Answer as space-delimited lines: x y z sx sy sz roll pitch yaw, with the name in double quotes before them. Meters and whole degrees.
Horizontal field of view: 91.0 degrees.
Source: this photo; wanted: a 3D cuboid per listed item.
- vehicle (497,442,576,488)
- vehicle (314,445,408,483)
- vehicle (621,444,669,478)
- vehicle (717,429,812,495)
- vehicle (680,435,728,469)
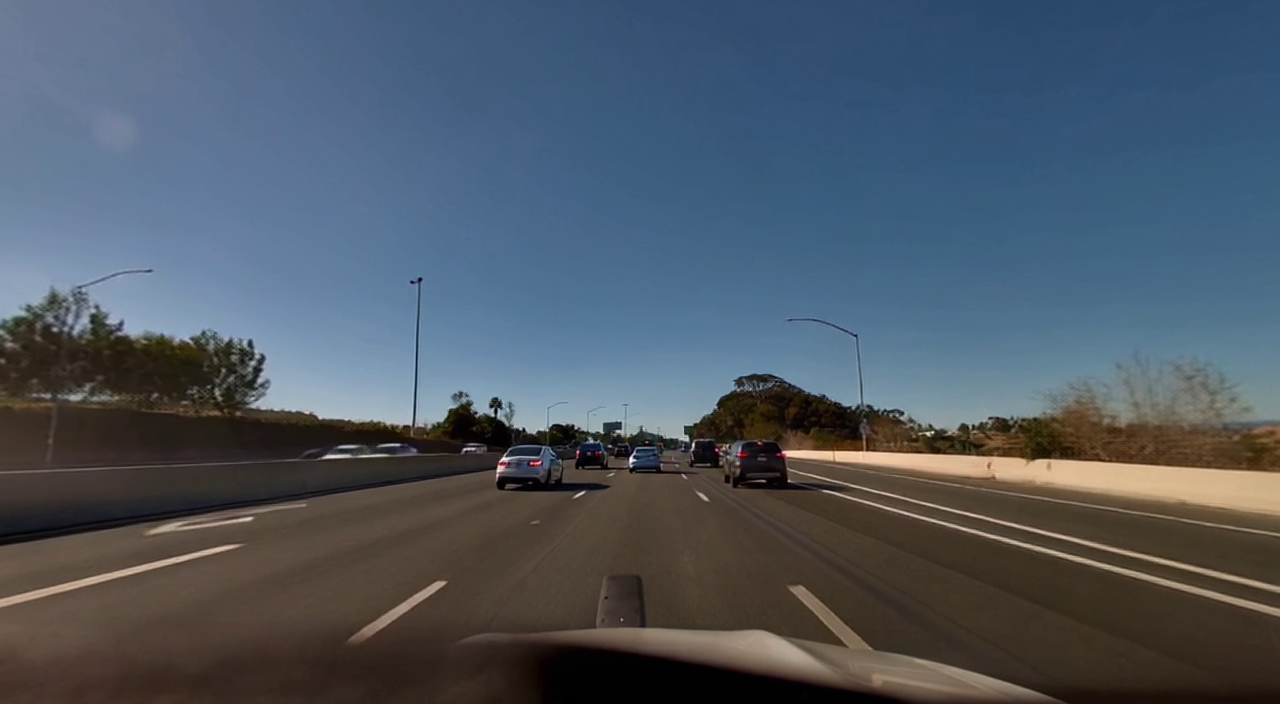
"vehicle" -3.678 4.109 23.220 1.996 1.488 4.451 0 -9 2
"vehicle" -12.396 4.994 28.363 2.042 1.526 4.580 0 -9 2
"vehicle" 0.261 5.078 29.496 2.071 1.478 4.130 0 -9 1
"vehicle" 3.653 3.328 19.269 2.045 1.768 4.249 0 -9 0
"vehicle" 4.381 7.028 44.389 2.802 2.151 6.579 0 -9 1
